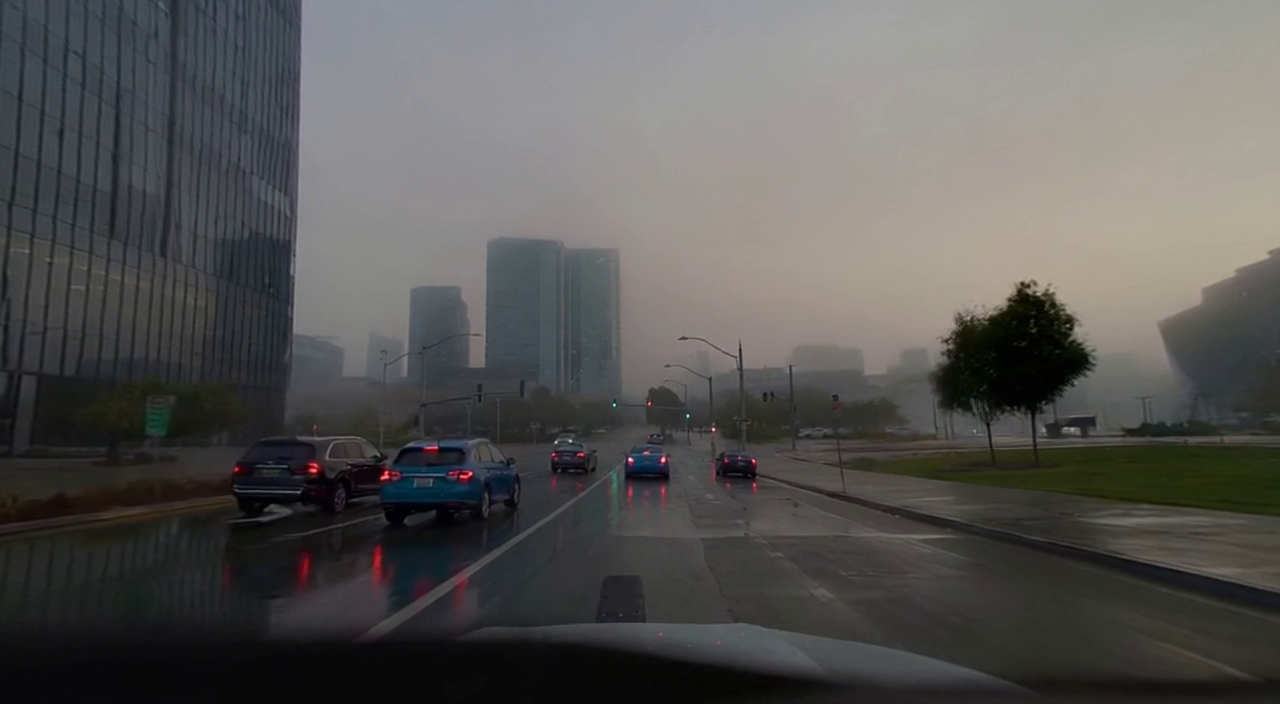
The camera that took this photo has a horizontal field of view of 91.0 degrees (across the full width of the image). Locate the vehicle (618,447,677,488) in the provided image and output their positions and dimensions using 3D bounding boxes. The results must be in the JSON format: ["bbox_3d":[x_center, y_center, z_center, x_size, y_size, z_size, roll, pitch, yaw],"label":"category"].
[{"bbox_3d":[0.290,4.631,25.725,2.174,1.509,4.374,0,-9,0],"label":"vehicle"}]

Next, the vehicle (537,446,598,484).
[{"bbox_3d":[-3.069,4.888,27.627,2.044,1.508,4.479,0,-9,1],"label":"vehicle"}]

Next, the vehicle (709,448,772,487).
[{"bbox_3d":[4.225,4.898,27.149,1.940,1.514,4.187,0,-9,-1],"label":"vehicle"}]

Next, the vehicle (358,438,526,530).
[{"bbox_3d":[-3.706,2.538,12.713,1.933,1.520,4.195,0,-9,1],"label":"vehicle"}]

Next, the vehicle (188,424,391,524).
[{"bbox_3d":[-7.052,2.475,13.266,1.902,1.765,3.973,0,-9,1],"label":"vehicle"}]

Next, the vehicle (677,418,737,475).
[{"bbox_3d":[4.310,6.518,43.540,3.074,3.316,12.953,0,-9,1],"label":"vehicle"}]
